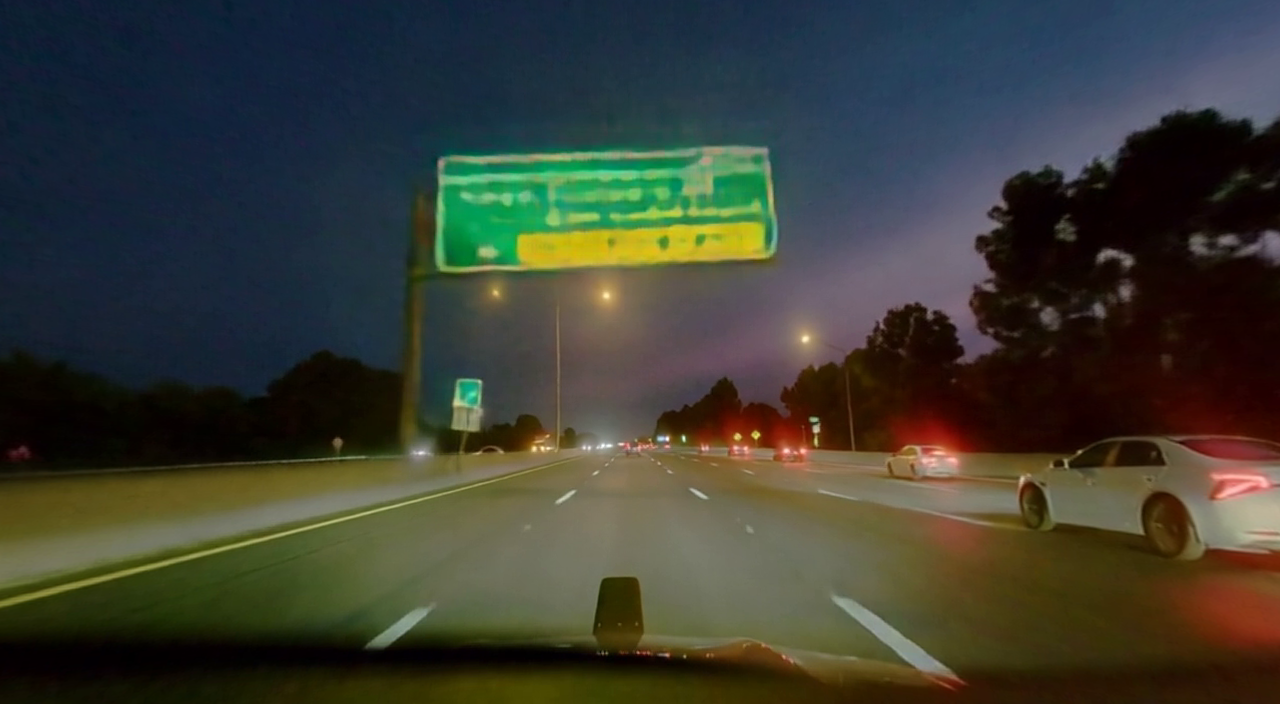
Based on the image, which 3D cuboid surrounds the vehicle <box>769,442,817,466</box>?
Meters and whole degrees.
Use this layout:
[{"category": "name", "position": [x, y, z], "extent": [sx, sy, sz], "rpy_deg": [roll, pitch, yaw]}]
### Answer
[{"category": "vehicle", "position": [10.533, 7.066, 43.970], "extent": [1.962, 1.536, 4.945], "rpy_deg": [0, -9, -2]}]

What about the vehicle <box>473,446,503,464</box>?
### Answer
[{"category": "vehicle", "position": [-11.189, 7.557, 46.555], "extent": [1.491, 1.186, 3.271], "rpy_deg": [1, -7, -2]}]

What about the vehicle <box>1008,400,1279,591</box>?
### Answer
[{"category": "vehicle", "position": [6.676, 1.529, 7.310], "extent": [2.027, 1.679, 4.543], "rpy_deg": [0, -9, -1]}]

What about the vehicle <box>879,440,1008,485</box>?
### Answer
[{"category": "vehicle", "position": [11.114, 4.071, 23.693], "extent": [2.194, 1.489, 5.141], "rpy_deg": [0, -9, -1]}]
